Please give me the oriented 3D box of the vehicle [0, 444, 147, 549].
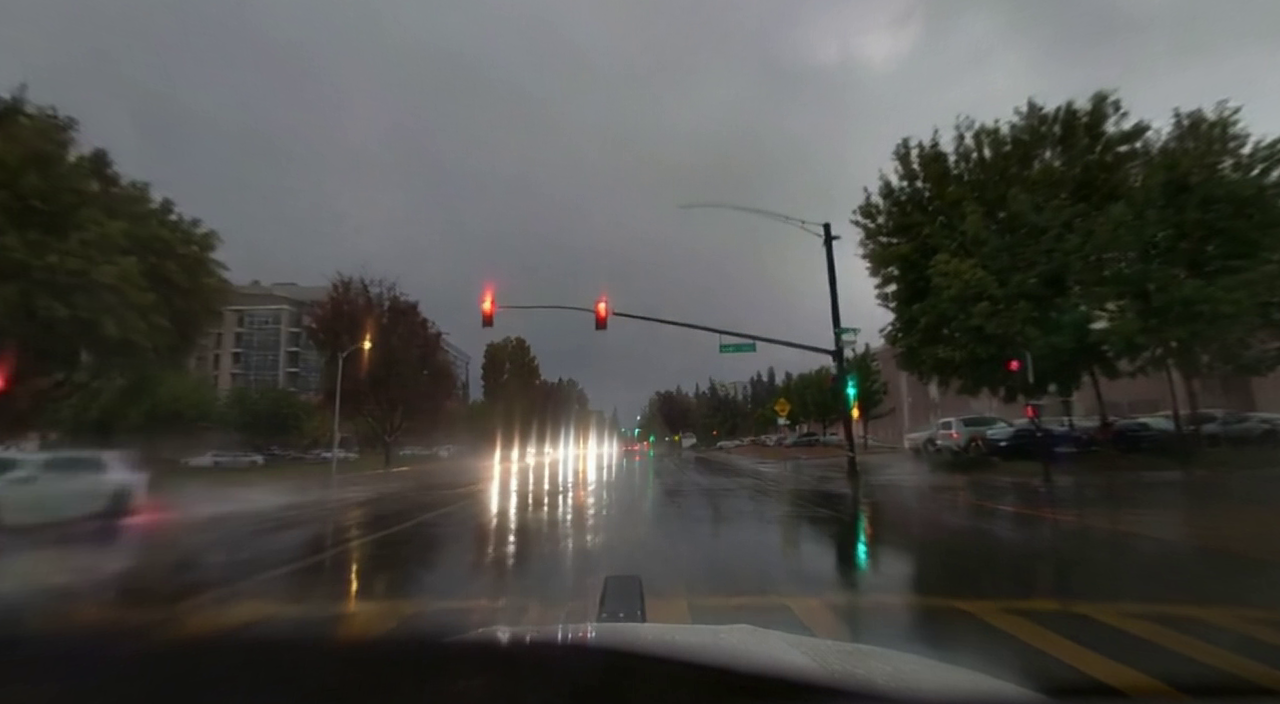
[{"bbox_3d":[-11.170,2.440,10.900,1.893,1.654,4.127,-1,-9,1],"label":"vehicle"}]
